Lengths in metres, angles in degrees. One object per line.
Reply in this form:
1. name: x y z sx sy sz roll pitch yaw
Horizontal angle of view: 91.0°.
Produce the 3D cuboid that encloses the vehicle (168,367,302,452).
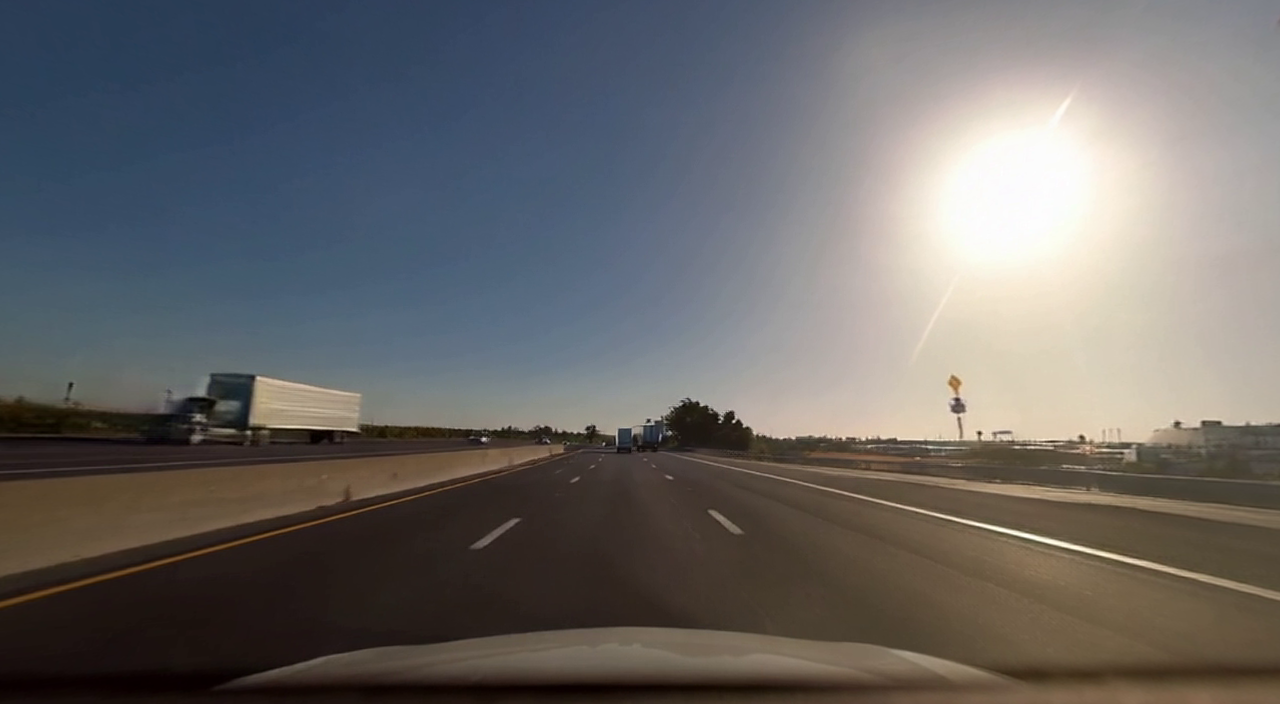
1. vehicle: -20.685 3.120 32.694 2.996 3.968 5.878 0 -8 -1
